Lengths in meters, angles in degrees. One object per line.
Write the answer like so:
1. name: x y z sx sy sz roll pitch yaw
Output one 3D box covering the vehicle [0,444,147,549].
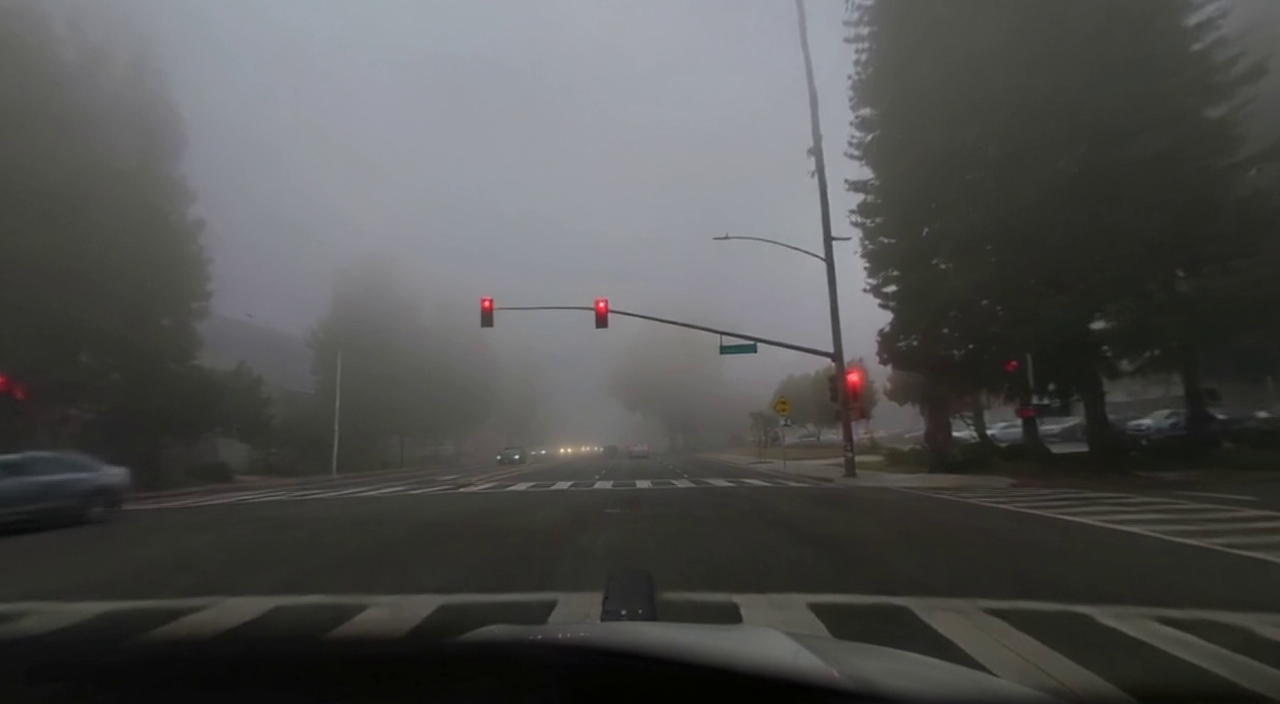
1. vehicle: -11.170 2.440 10.900 1.893 1.654 4.127 -1 -9 1
